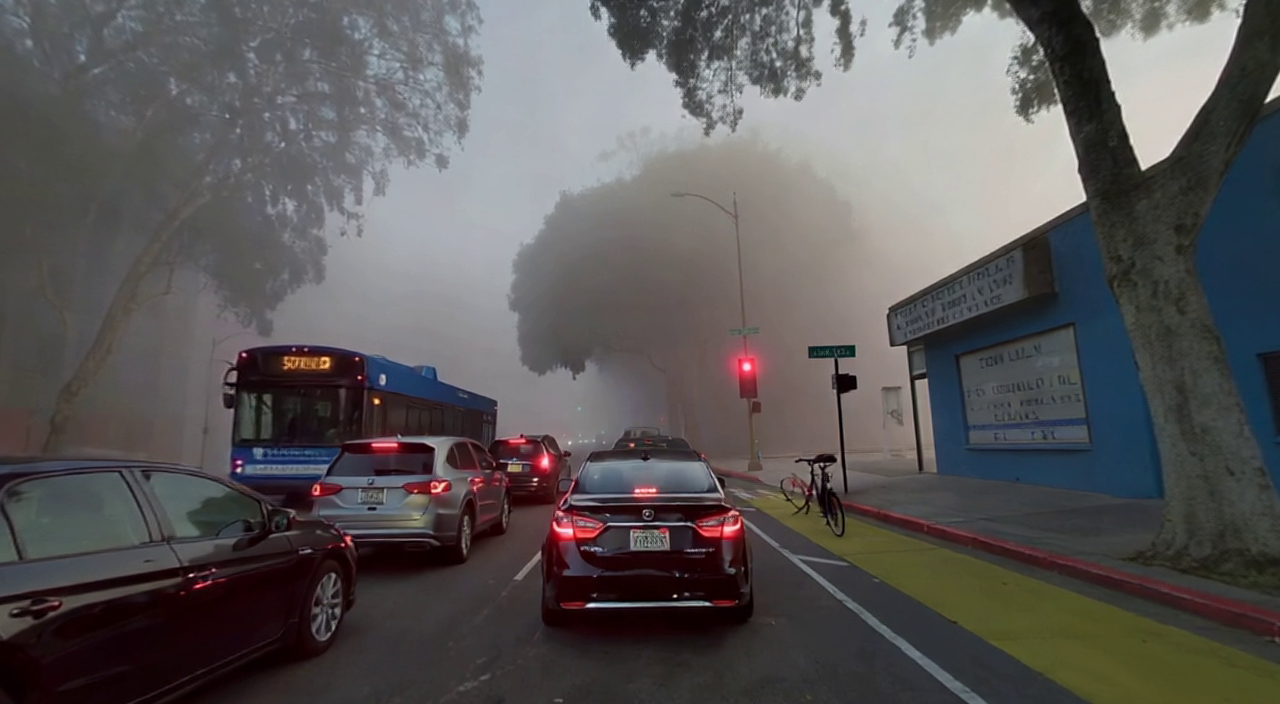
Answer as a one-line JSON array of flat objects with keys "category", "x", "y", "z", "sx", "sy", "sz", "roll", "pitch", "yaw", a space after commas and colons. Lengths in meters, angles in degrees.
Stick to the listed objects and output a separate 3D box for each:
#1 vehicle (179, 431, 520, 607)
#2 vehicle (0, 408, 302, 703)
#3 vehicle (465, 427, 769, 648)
[{"category": "vehicle", "x": -2.914, "y": 1.754, "z": 7.643, "sx": 1.944, "sy": 1.481, "sz": 4.385, "roll": 0, "pitch": -8, "yaw": 1}, {"category": "vehicle", "x": -3.167, "y": 0.881, "z": 1.742, "sx": 1.867, "sy": 1.486, "sz": 4.452, "roll": 0, "pitch": -8, "yaw": 2}, {"category": "vehicle", "x": -0.141, "y": 1.525, "z": 6.180, "sx": 2.031, "sy": 1.461, "sz": 3.763, "roll": 0, "pitch": -8, "yaw": 0}]
